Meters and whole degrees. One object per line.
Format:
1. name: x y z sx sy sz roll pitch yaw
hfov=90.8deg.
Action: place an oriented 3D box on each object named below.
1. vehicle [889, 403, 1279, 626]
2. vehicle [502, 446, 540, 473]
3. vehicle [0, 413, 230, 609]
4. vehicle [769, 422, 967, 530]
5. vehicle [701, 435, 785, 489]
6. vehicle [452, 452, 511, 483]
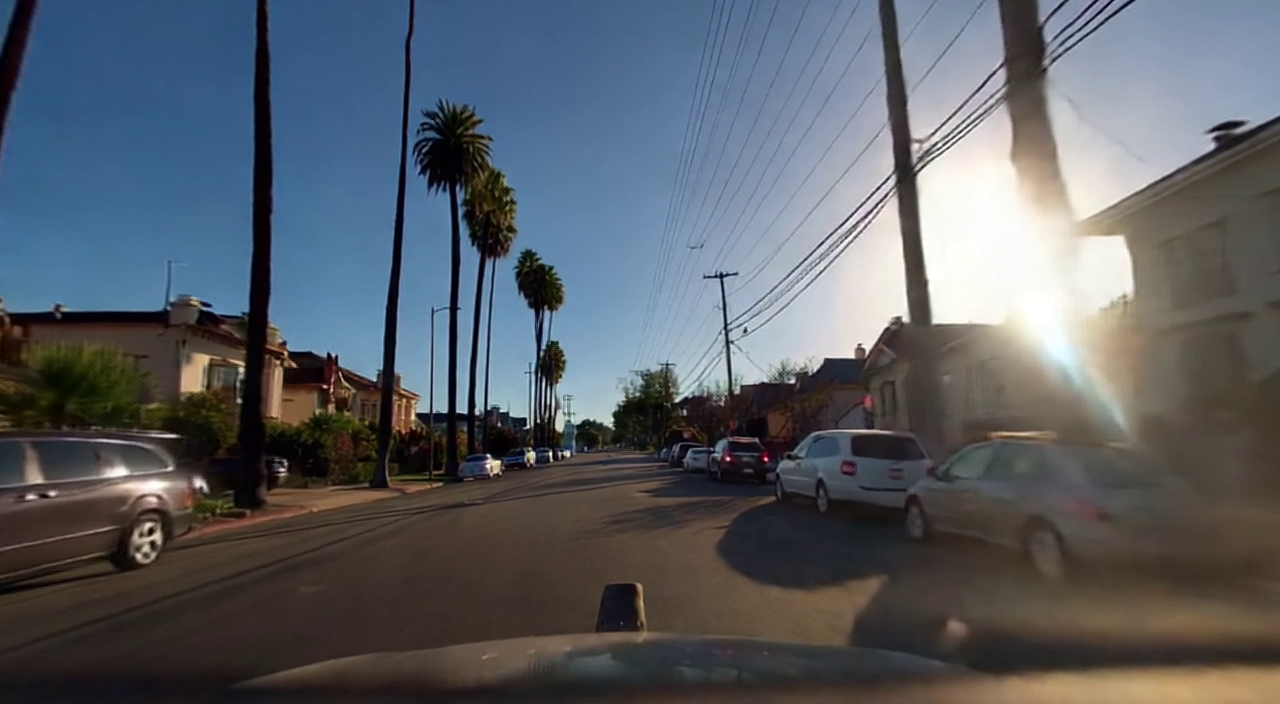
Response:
1. vehicle: 4.608 1.552 7.017 1.894 1.675 4.294 0 -8 0
2. vehicle: -9.203 8.344 49.206 2.077 1.888 4.551 -2 -8 0
3. vehicle: -7.614 1.727 7.197 2.300 1.943 5.744 0 -8 -4
4. vehicle: 4.244 2.384 12.779 1.922 1.761 4.633 1 -9 -5
5. vehicle: 3.751 4.105 23.981 2.115 1.826 4.871 0 -8 -3
6. vehicle: -8.464 6.170 34.160 2.013 1.483 4.645 0 -8 -1
